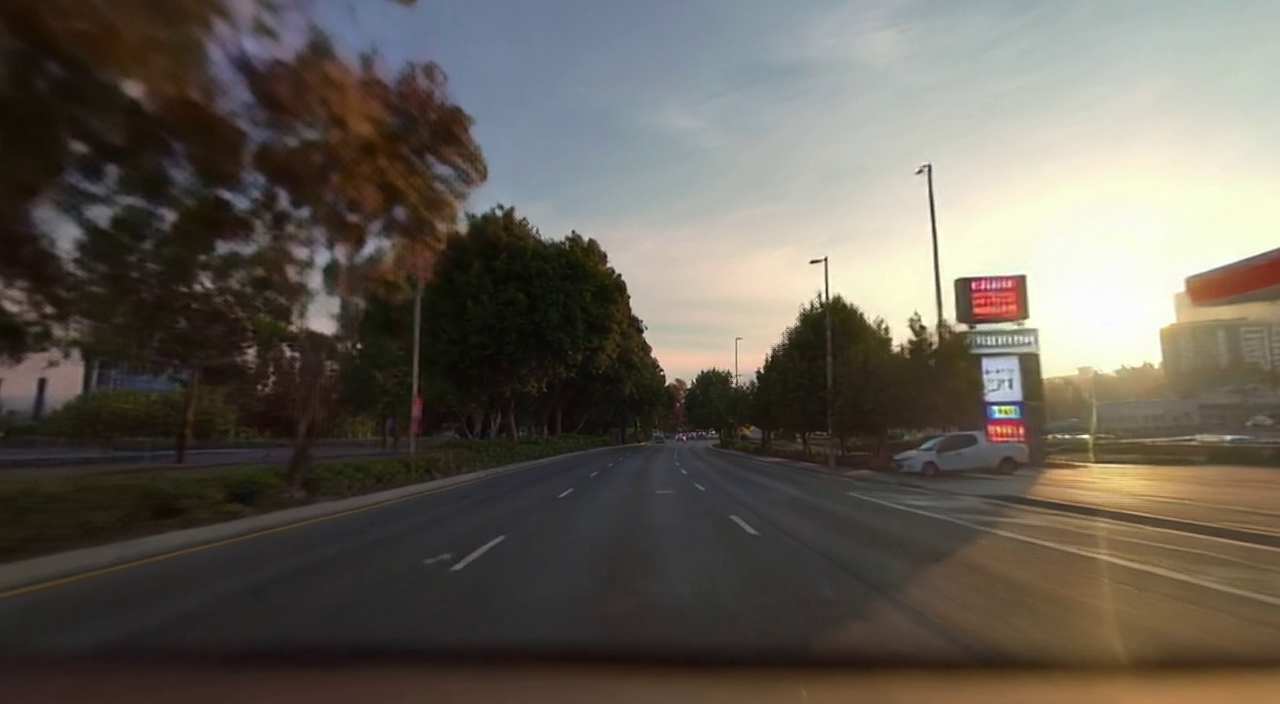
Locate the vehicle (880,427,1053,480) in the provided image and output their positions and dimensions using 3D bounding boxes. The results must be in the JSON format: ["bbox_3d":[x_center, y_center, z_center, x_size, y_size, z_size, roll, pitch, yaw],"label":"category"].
[{"bbox_3d":[10.400,3.261,20.399,4.476,1.629,1.953,0,-9,0],"label":"vehicle"}]
